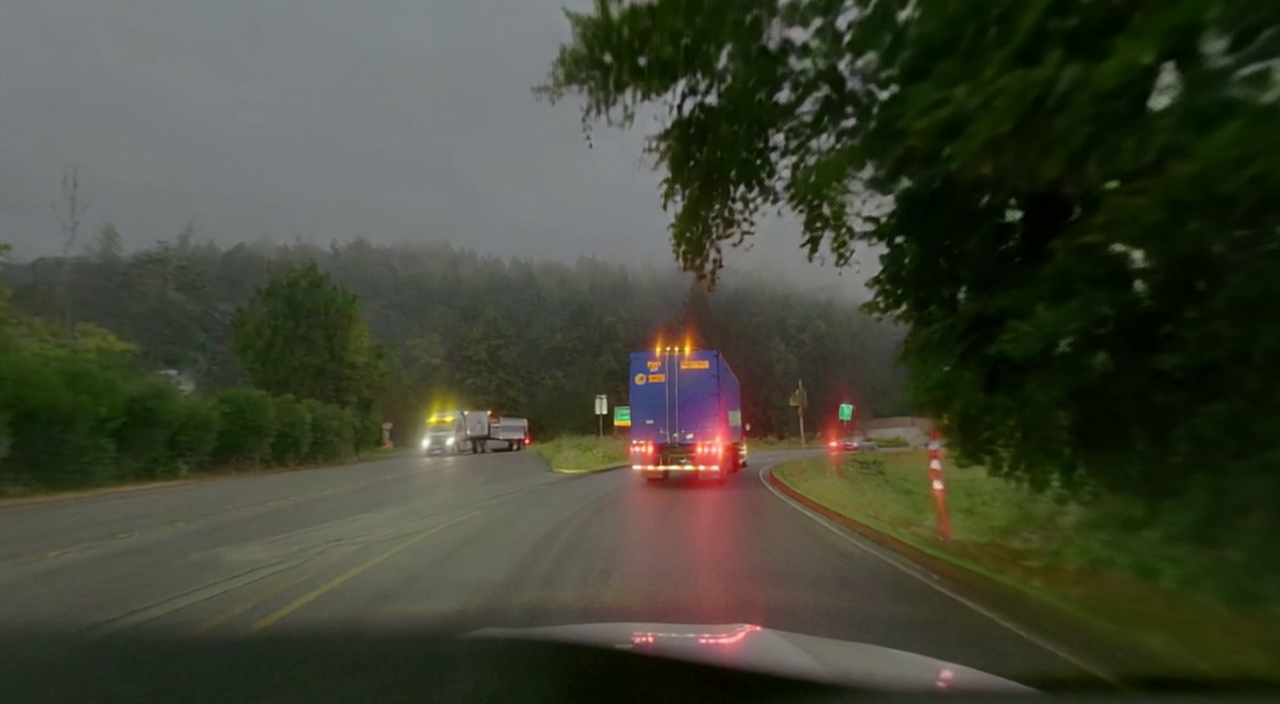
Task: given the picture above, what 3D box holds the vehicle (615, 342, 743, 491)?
[{"bbox_3d":[1.674,2.214,20.266,2.937,3.647,9.344,-2,-8,10],"label":"vehicle"}]
